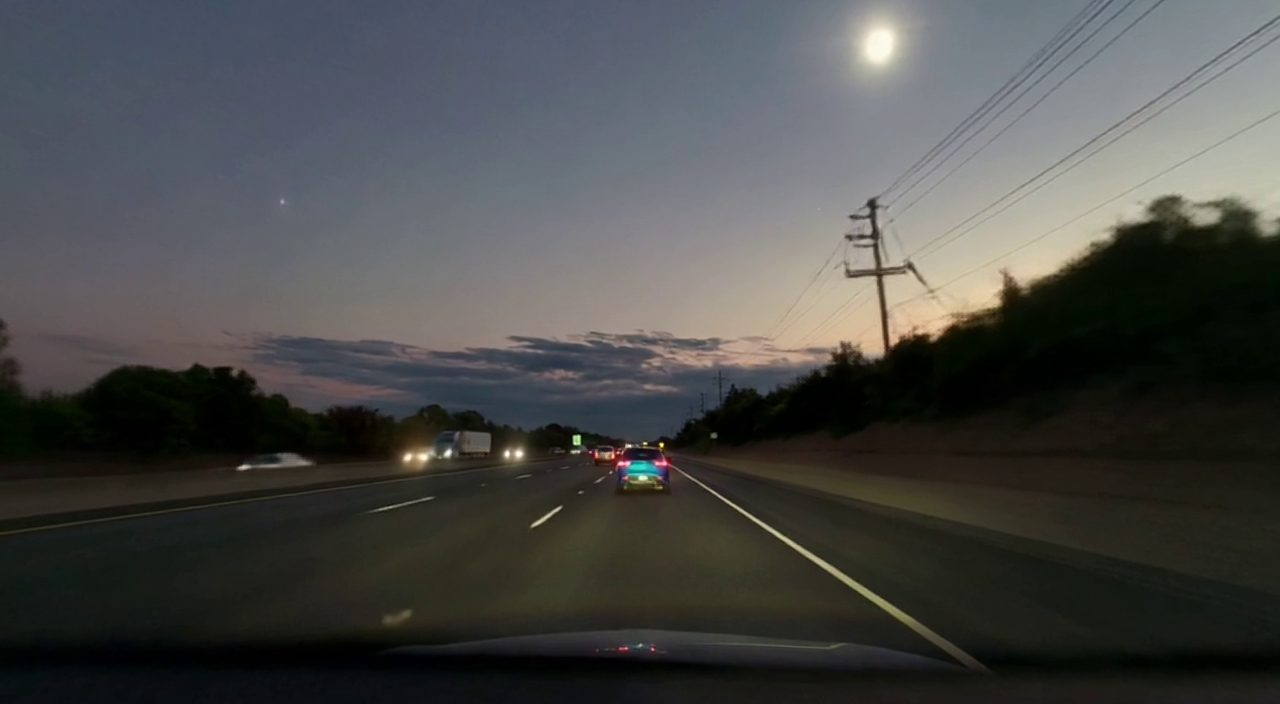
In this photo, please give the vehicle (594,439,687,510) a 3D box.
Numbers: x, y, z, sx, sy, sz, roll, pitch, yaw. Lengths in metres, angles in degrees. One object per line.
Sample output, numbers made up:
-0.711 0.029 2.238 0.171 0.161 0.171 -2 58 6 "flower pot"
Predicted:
0.003 2.930 15.535 1.966 1.499 4.298 0 -9 0 "vehicle"
